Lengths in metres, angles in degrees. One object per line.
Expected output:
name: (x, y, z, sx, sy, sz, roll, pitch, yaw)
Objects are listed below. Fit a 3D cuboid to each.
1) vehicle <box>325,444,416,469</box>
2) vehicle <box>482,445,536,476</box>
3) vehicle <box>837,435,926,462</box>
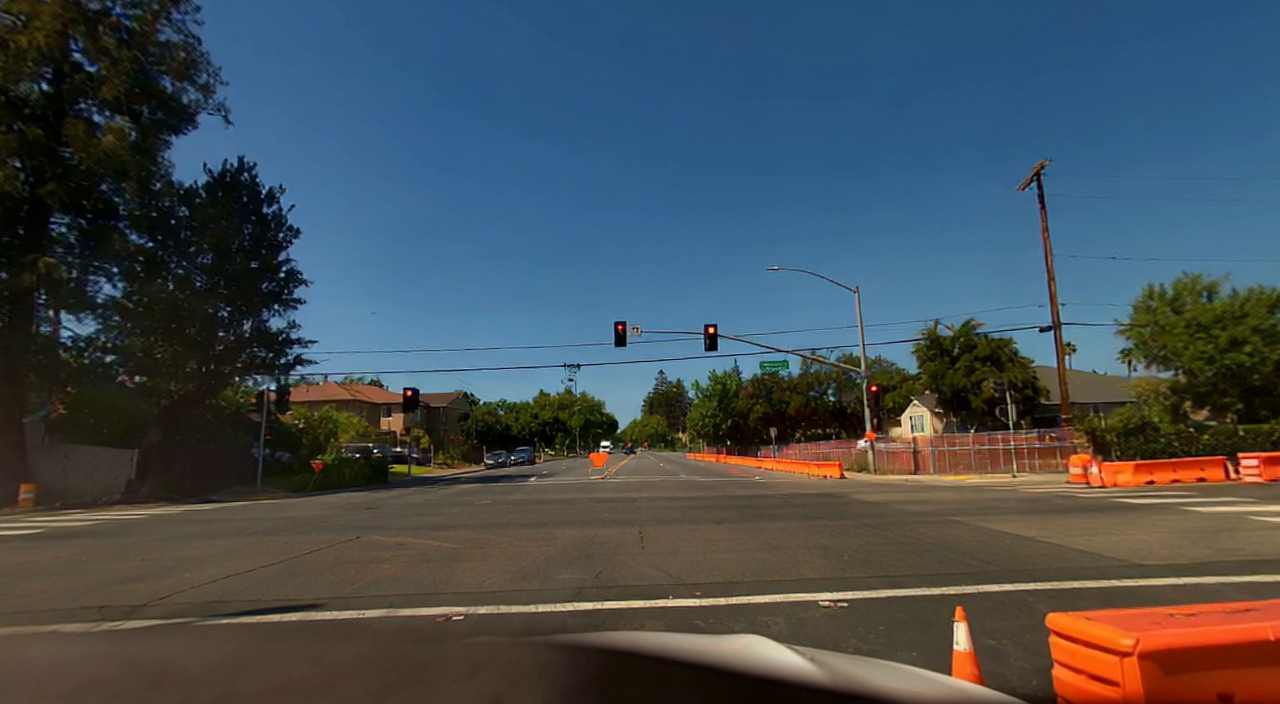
vehicle: (-16.393, 6.370, 38.591, 4.713, 1.409, 1.918, 0, -8, -2)
vehicle: (-6.610, 5.526, 32.386, 1.881, 1.452, 4.121, 0, -8, 0)
vehicle: (15.375, 6.174, 40.325, 4.892, 1.656, 1.856, 0, -8, 0)
